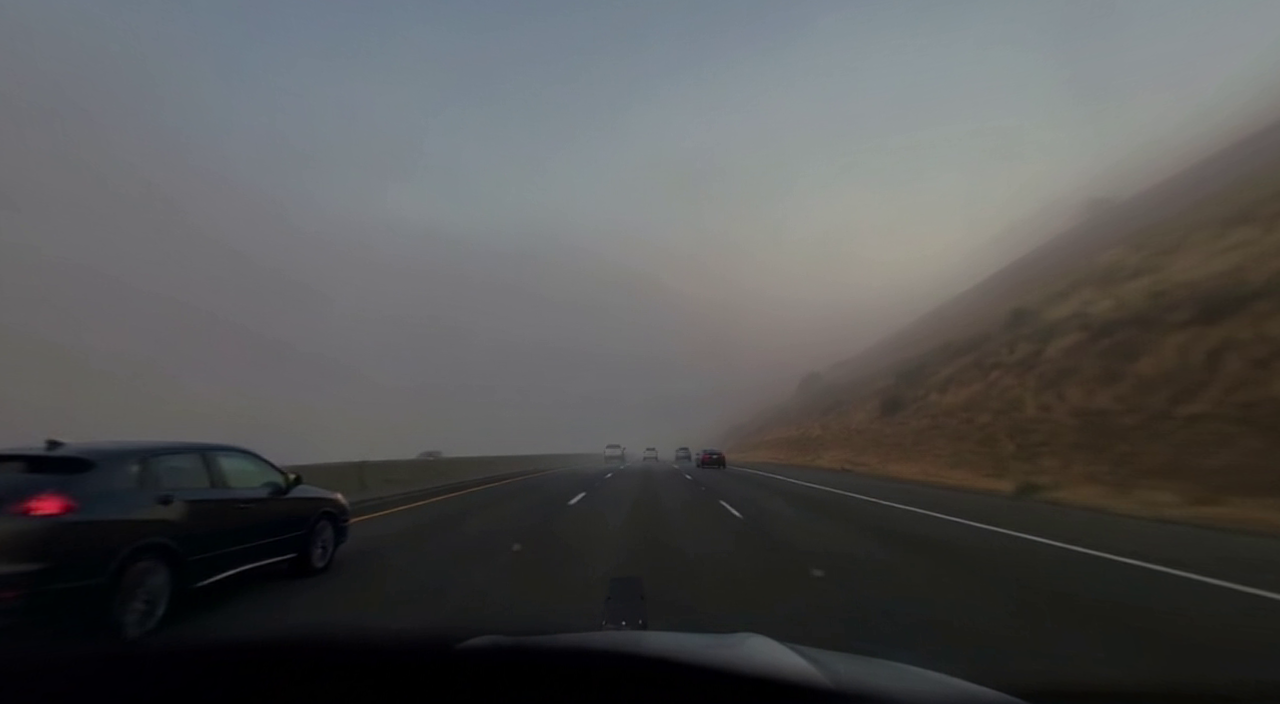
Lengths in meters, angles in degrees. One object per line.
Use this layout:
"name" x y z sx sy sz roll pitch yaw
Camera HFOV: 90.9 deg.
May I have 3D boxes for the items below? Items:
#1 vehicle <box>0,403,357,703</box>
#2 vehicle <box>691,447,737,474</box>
"vehicle" -3.865 1.218 4.397 1.910 1.521 3.930 0 -8 1
"vehicle" 3.912 5.778 33.858 1.976 1.352 3.602 0 -8 -1
